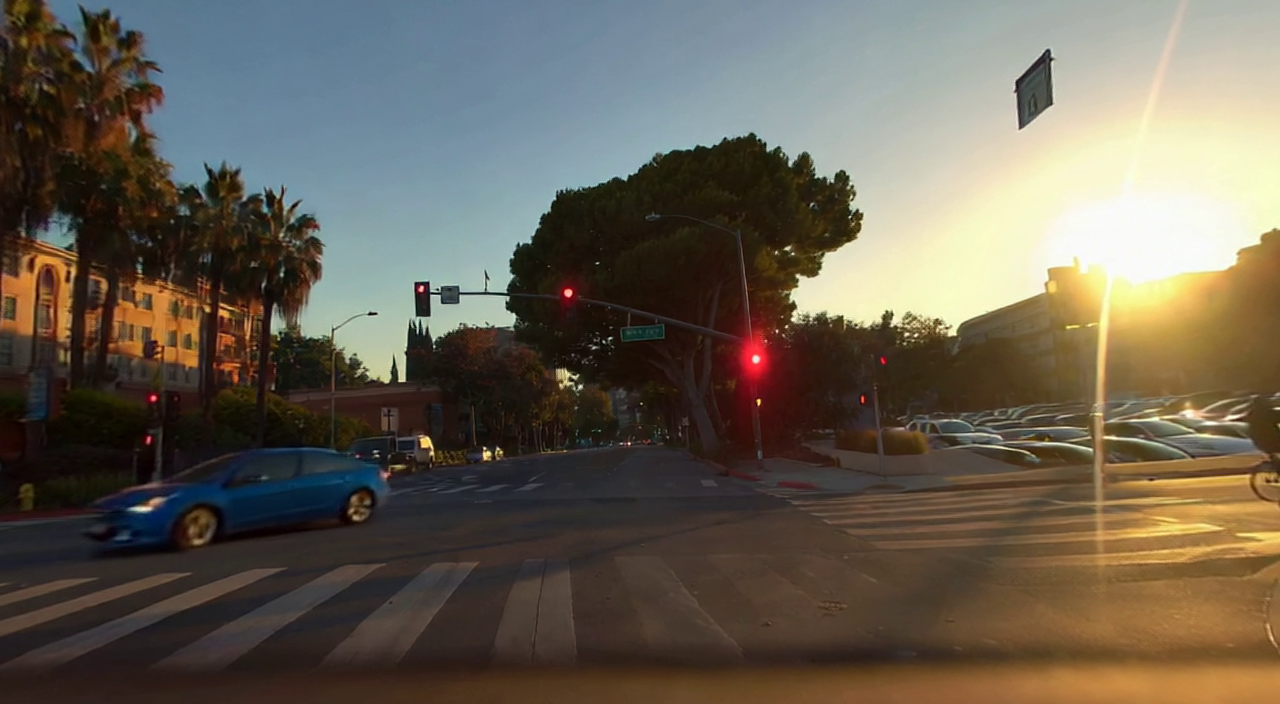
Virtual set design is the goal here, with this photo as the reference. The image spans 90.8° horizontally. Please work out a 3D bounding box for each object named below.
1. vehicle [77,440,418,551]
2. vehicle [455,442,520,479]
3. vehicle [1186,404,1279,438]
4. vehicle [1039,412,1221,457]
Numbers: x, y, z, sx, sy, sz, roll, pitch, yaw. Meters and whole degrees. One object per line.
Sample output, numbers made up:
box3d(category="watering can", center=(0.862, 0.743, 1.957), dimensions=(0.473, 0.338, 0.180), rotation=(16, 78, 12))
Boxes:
box3d(category="vehicle", center=(-6.208, 2.217, 10.390), dimensions=(4.385, 1.419, 1.855), rotation=(8, -12, -39))
box3d(category="vehicle", center=(-6.985, 4.998, 29.321), dimensions=(2.024, 1.470, 4.153), rotation=(-3, -9, -1))
box3d(category="vehicle", center=(34.907, 4.027, 36.649), dimensions=(4.326, 1.511, 1.725), rotation=(-8, -9, 17))
box3d(category="vehicle", center=(16.918, 2.908, 22.111), dimensions=(4.560, 1.453, 1.851), rotation=(-3, -9, 18))
